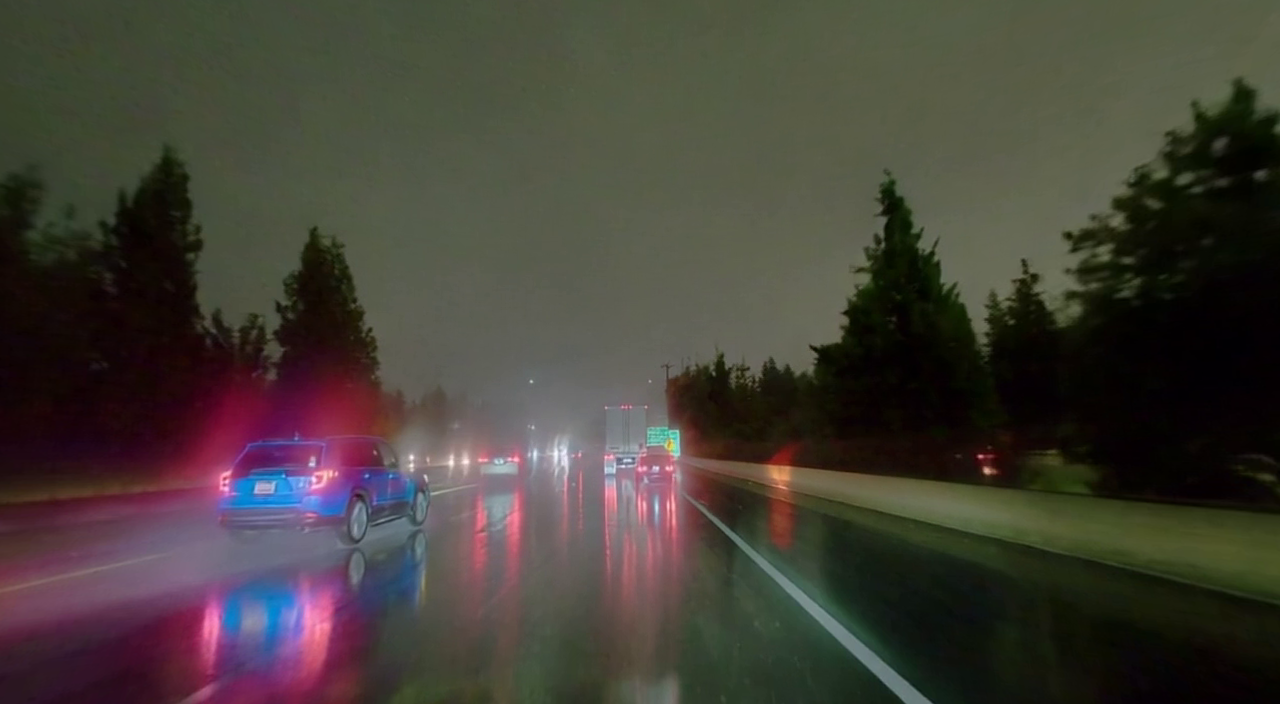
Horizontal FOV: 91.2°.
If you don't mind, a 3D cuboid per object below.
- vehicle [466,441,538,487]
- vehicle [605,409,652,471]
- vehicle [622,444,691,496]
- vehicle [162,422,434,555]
[{"bbox_3d":[-5.415,4.441,25.121,2.035,1.664,4.064,0,-9,-1],"label":"vehicle"},{"bbox_3d":[-0.974,6.628,46.686,3.113,4.066,10.786,0,-9,-2],"label":"vehicle"},{"bbox_3d":[0.445,3.809,20.561,2.026,1.489,4.045,0,-9,-1],"label":"vehicle"},{"bbox_3d":[-5.065,2.072,10.139,2.100,1.671,4.105,0,-9,-1],"label":"vehicle"}]
